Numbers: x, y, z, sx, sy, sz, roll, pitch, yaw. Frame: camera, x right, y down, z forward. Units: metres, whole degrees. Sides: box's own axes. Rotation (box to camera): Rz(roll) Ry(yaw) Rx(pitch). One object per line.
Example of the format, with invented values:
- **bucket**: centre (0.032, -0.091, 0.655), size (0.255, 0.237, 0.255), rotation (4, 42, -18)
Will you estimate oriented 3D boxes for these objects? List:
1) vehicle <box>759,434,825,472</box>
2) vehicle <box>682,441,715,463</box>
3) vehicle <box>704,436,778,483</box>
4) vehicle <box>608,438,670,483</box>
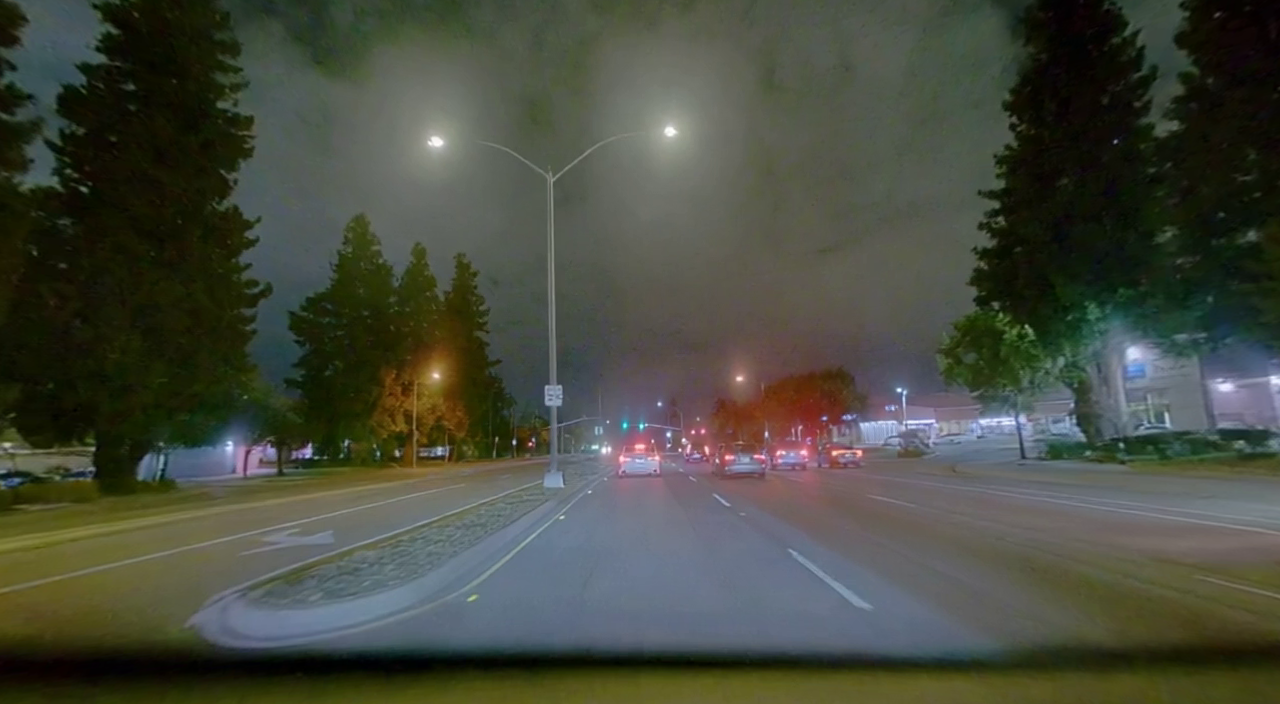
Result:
- **vehicle**: centre (7.289, 4.905, 30.751), size (2.044, 1.701, 4.397), rotation (0, -8, -1)
- **vehicle**: centre (4.093, 7.072, 44.621), size (1.862, 1.457, 4.204), rotation (0, -8, 0)
- **vehicle**: centre (3.546, 3.846, 22.952), size (1.988, 1.528, 4.144), rotation (0, -8, 0)
- **vehicle**: centre (-0.046, 3.932, 23.209), size (2.096, 1.473, 3.893), rotation (0, -8, 0)
